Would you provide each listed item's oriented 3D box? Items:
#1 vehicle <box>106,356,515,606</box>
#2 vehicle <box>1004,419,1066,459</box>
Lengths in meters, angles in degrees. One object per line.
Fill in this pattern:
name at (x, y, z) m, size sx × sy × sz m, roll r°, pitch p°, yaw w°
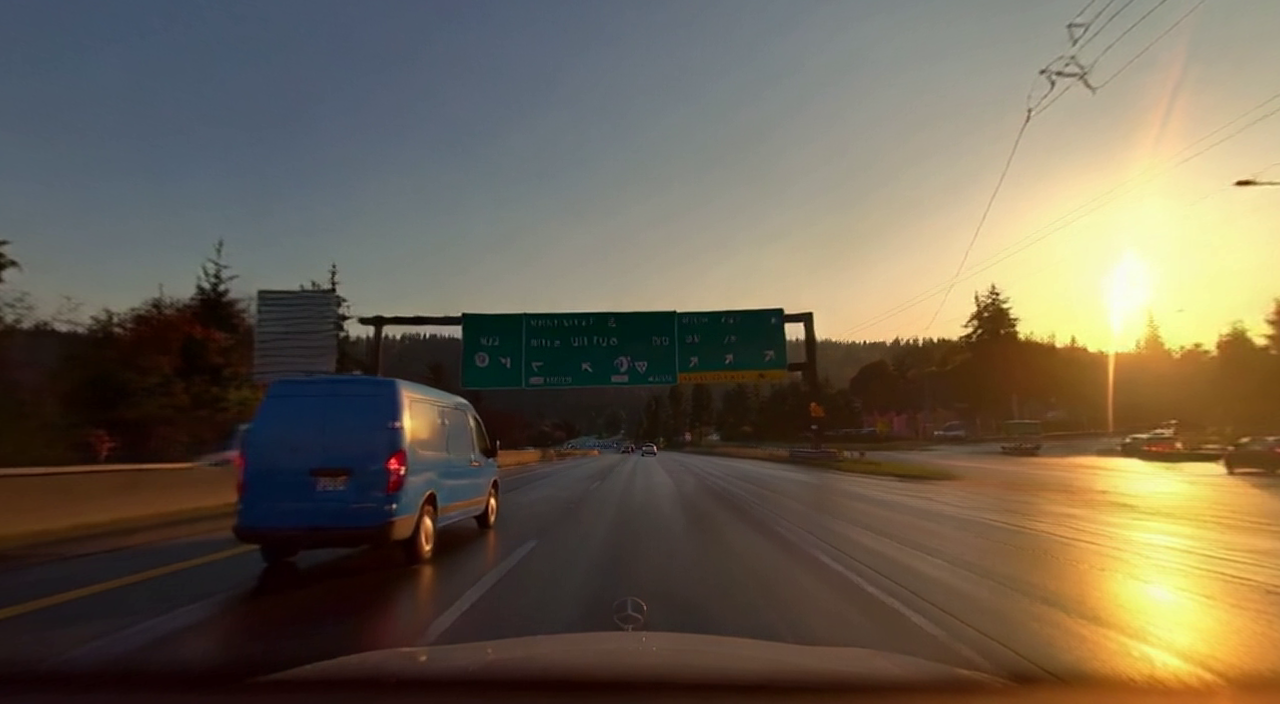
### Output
vehicle at (-3.141, 1.366, 7.479) m, size 2.281 × 2.025 × 4.586 m, roll 0°, pitch -8°, yaw 1°
vehicle at (29.281, 6.486, 46.824) m, size 2.207 × 2.820 × 5.493 m, roll -2°, pitch -8°, yaw 14°
